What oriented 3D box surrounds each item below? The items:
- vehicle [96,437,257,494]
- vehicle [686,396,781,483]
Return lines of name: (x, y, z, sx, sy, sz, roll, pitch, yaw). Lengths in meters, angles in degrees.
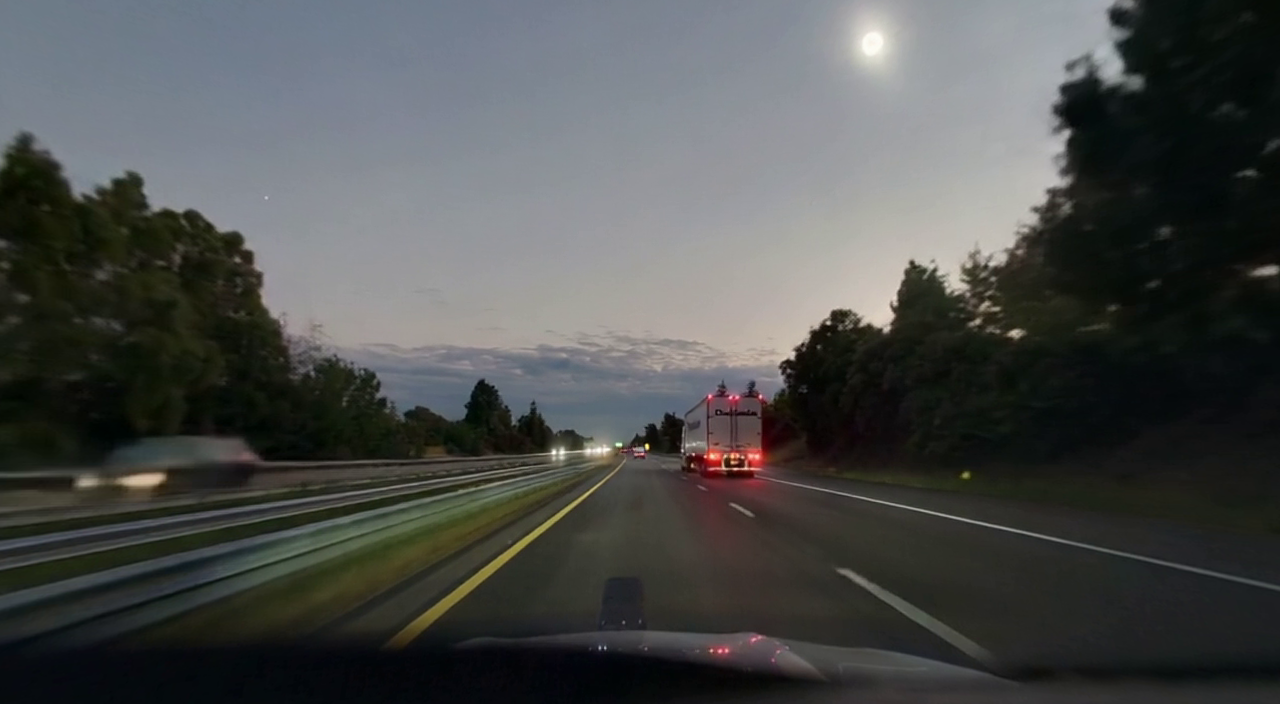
vehicle: (-13.091, 3.215, 18.121, 1.792, 1.449, 3.693, 0, -9, 0)
vehicle: (4.139, 4.381, 30.986, 2.876, 3.419, 11.591, 0, -9, 0)
